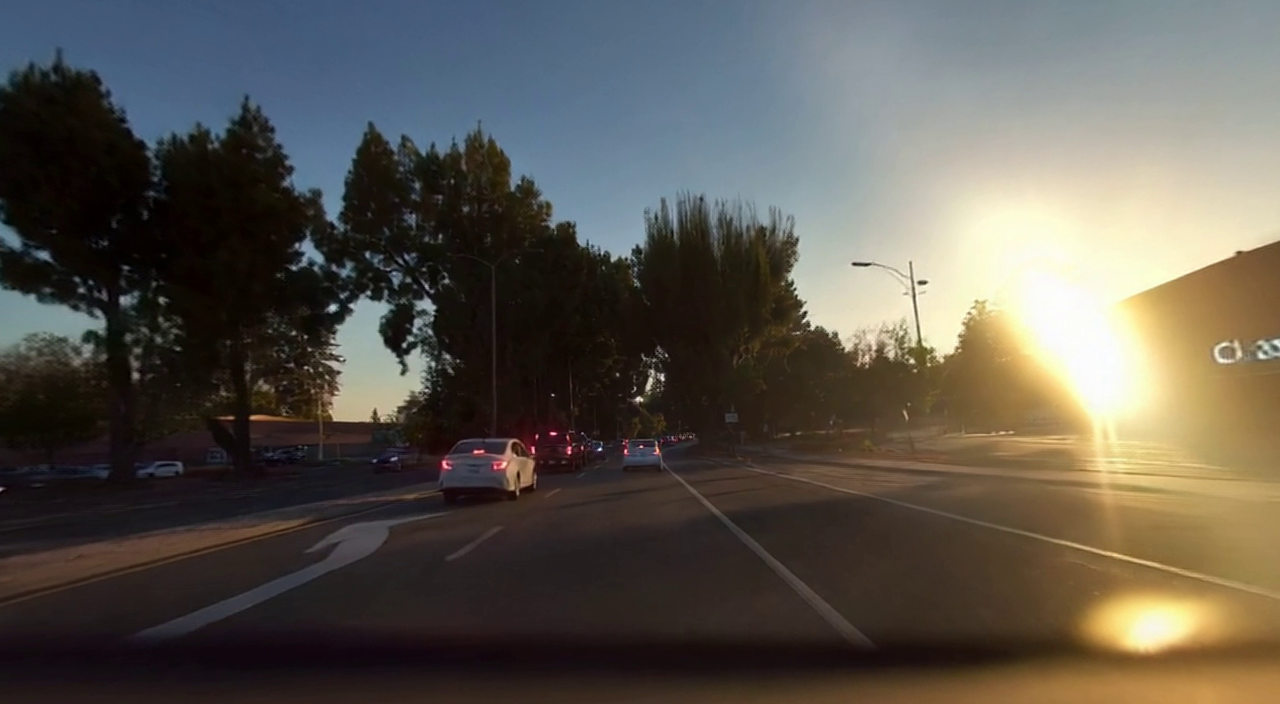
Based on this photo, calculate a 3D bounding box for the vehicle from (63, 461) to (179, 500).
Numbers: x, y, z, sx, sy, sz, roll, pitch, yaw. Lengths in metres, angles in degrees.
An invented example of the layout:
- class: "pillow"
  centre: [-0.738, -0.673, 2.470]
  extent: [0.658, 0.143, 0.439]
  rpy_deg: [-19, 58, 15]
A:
- class: "vehicle"
  centre: [-28.720, 7.085, 35.078]
  extent: [4.586, 1.682, 2.003]
  rpy_deg: [-3, -8, -4]

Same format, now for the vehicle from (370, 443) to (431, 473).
- class: "vehicle"
  centre: [-13.134, 5.820, 34.906]
  extent: [1.879, 1.503, 4.274]
  rpy_deg: [0, -8, -2]

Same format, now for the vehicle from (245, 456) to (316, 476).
- class: "vehicle"
  centre: [-27.558, 8.736, 48.537]
  extent: [4.300, 1.427, 1.877]
  rpy_deg: [1, -8, -7]

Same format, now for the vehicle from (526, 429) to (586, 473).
- class: "vehicle"
  centre: [-3.517, 4.251, 27.267]
  extent: [2.046, 1.751, 4.208]
  rpy_deg: [0, -8, 0]

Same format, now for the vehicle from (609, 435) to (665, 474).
- class: "vehicle"
  centre: [-0.133, 4.200, 26.088]
  extent: [2.126, 1.475, 3.967]
  rpy_deg: [0, -8, -1]

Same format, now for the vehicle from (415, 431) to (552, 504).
- class: "vehicle"
  centre: [-3.537, 2.717, 15.272]
  extent: [2.139, 1.487, 4.453]
  rpy_deg: [0, -8, 1]

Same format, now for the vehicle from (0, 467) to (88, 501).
- class: "vehicle"
  centre: [-29.154, 6.247, 29.994]
  extent: [4.193, 1.435, 1.770]
  rpy_deg: [0, -8, 0]
